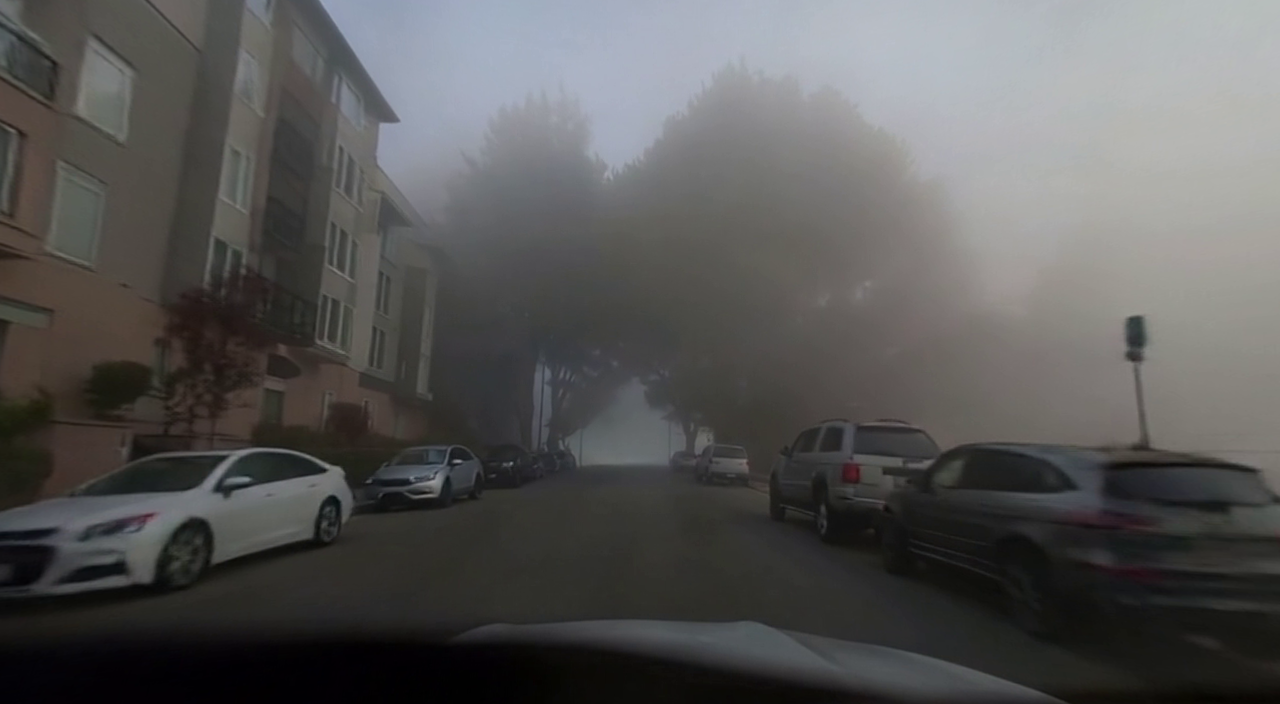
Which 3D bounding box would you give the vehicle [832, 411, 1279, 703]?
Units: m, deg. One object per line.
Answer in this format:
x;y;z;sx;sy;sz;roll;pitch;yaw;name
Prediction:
3.553;1.497;5.793;1.988;1.652;5.017;0;-8;0;vehicle

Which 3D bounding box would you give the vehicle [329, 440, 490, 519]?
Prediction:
-6.046;3.373;17.526;2.431;1.718;5.431;-3;-8;0;vehicle

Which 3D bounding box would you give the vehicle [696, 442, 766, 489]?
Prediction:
3.803;4.843;27.412;2.137;1.848;4.953;0;-8;-2;vehicle

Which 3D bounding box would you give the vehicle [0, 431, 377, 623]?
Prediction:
-5.649;1.937;8.249;2.256;1.590;5.488;-2;-8;-2;vehicle

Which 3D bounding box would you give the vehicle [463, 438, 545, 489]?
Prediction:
-5.908;4.898;28.192;2.499;2.008;5.293;0;-8;0;vehicle
